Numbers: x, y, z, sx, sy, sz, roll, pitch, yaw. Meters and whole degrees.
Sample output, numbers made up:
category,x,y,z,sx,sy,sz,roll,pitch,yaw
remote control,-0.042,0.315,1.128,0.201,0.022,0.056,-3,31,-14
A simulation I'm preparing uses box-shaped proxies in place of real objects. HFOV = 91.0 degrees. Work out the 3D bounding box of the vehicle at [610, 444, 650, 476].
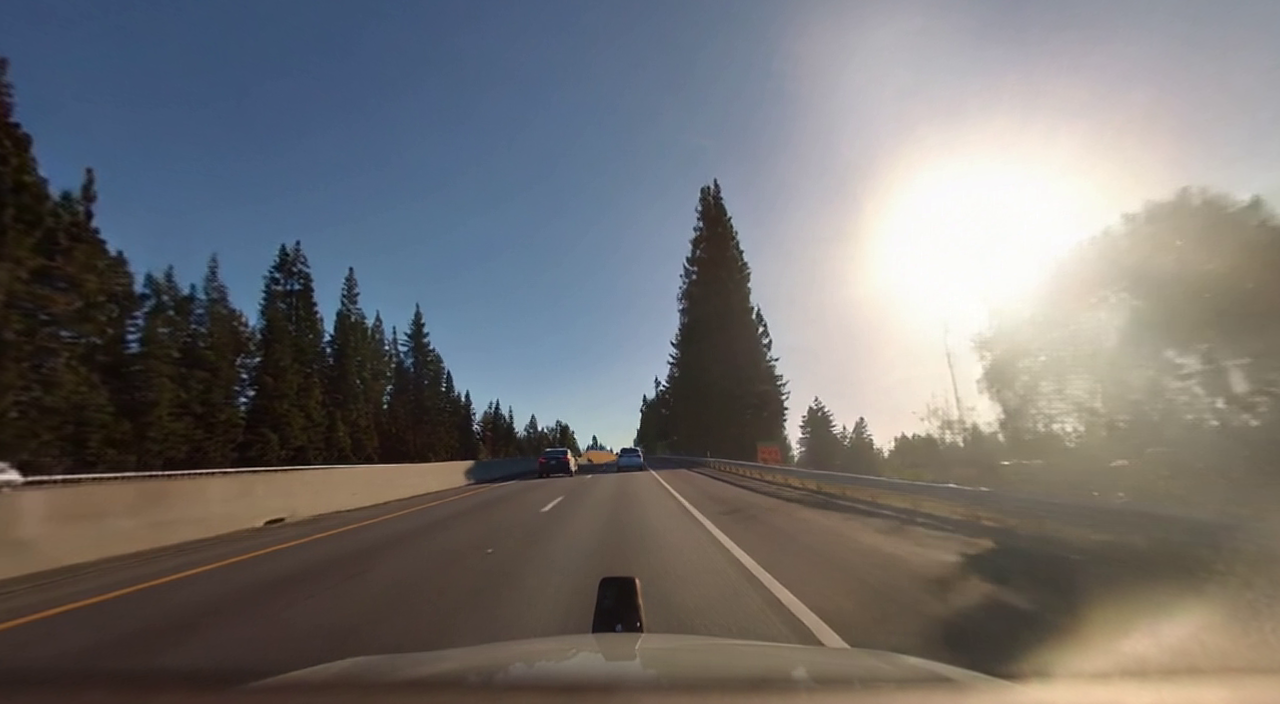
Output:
category,x,y,z,sx,sy,sz,roll,pitch,yaw
vehicle,-0.529,5.988,35.087,2.130,1.684,3.826,0,-9,0

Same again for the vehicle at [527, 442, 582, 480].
category,x,y,z,sx,sy,sz,roll,pitch,yaw
vehicle,-4.182,5.395,31.516,2.130,1.741,4.665,0,-9,0
